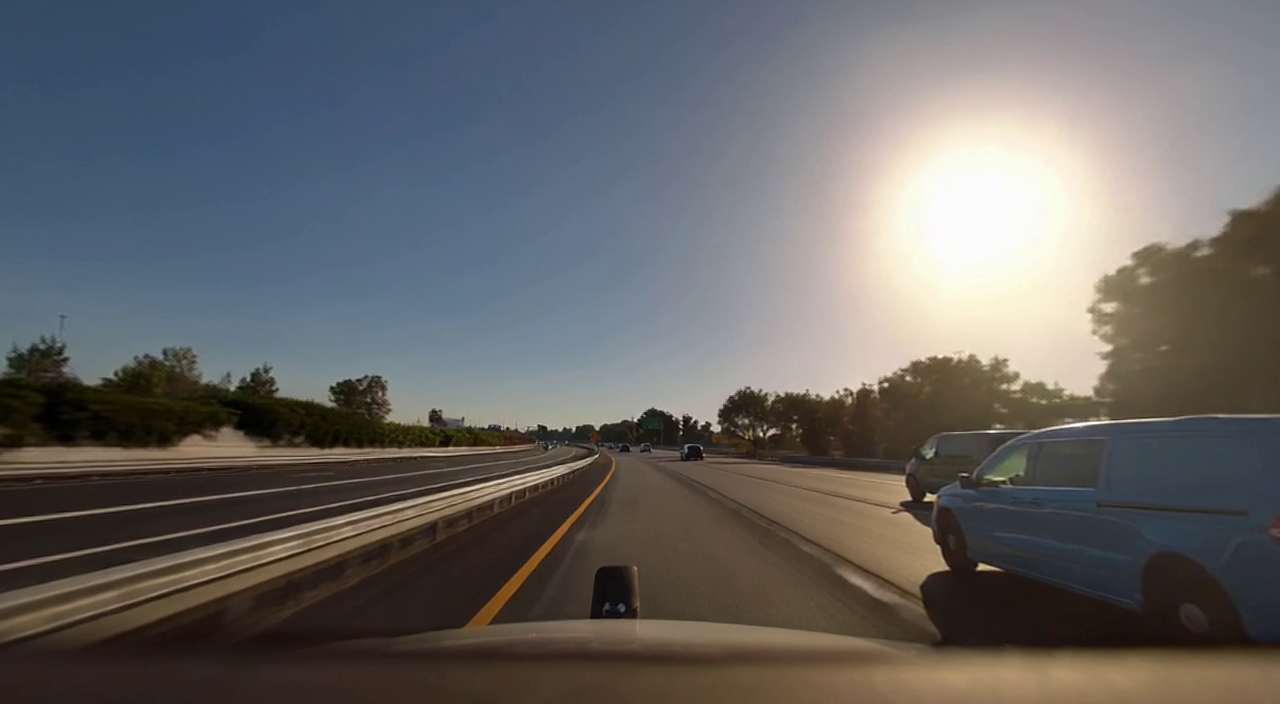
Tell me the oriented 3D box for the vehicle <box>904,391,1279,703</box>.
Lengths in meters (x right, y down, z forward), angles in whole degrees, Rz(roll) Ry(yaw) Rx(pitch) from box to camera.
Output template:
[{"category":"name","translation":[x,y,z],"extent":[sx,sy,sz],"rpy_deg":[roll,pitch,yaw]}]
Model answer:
[{"category":"vehicle","translation":[3.647,1.186,4.025],"extent":[2.002,1.604,4.265],"rpy_deg":[-1,-9,0]}]
